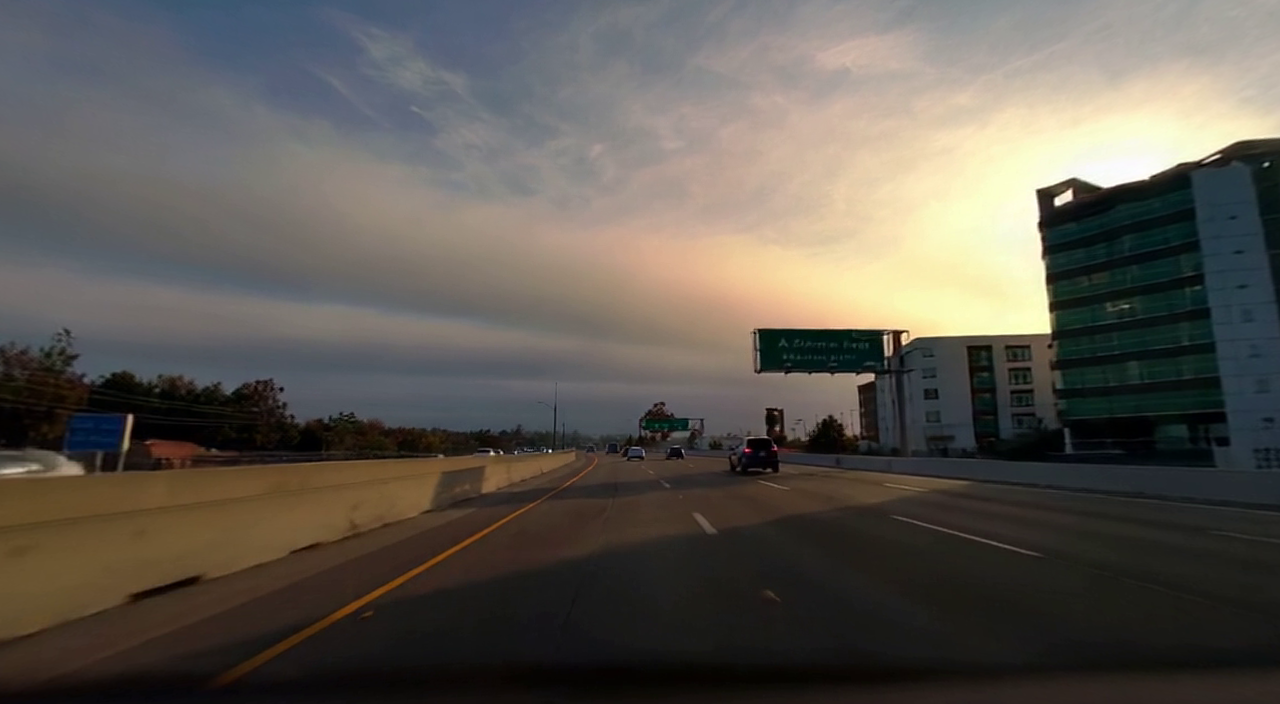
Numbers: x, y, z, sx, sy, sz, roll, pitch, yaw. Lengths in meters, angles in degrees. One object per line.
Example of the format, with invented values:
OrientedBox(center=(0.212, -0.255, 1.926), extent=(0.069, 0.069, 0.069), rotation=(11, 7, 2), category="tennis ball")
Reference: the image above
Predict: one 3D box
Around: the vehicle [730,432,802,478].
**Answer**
OrientedBox(center=(5.775, 4.803, 29.762), extent=(2.181, 1.952, 4.973), rotation=(0, -9, -2), category="vehicle")
